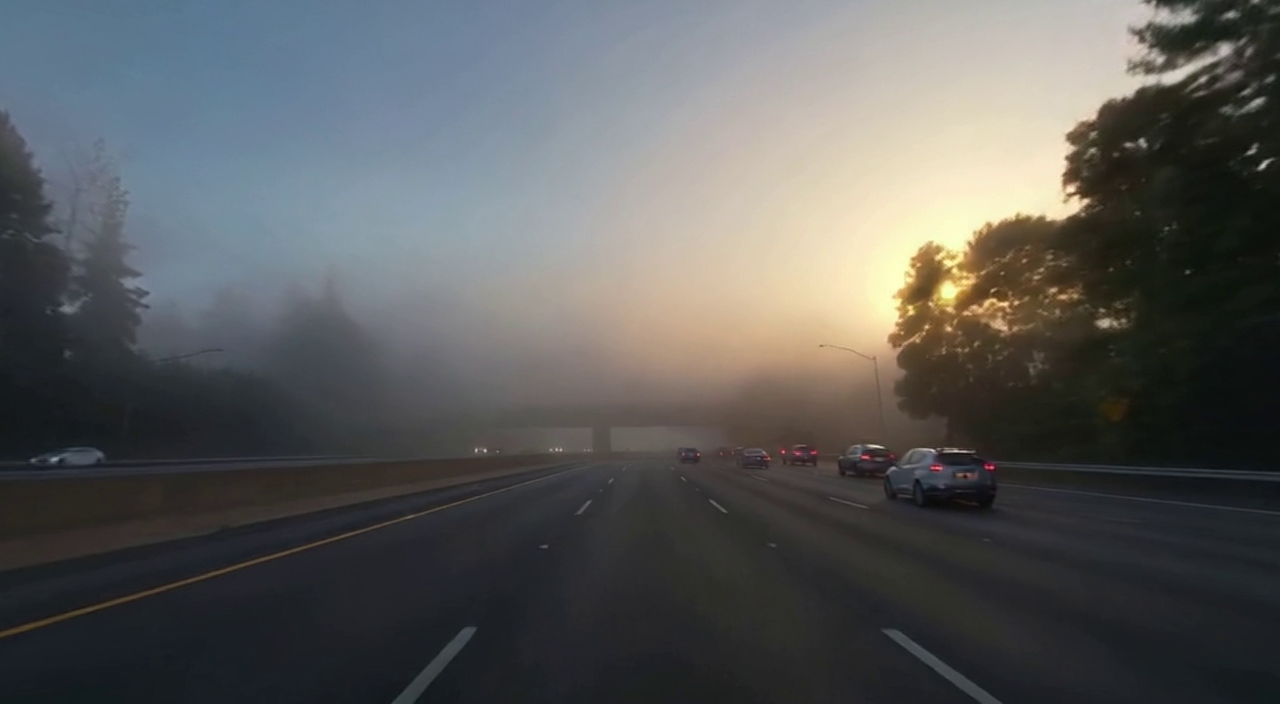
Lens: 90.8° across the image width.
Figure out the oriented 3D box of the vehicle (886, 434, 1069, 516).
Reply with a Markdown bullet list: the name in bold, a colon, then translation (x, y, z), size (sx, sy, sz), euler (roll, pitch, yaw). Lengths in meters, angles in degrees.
- **vehicle**: translation (7.659, 2.807, 14.938), size (1.862, 1.613, 4.316), euler (0, -9, -1)
